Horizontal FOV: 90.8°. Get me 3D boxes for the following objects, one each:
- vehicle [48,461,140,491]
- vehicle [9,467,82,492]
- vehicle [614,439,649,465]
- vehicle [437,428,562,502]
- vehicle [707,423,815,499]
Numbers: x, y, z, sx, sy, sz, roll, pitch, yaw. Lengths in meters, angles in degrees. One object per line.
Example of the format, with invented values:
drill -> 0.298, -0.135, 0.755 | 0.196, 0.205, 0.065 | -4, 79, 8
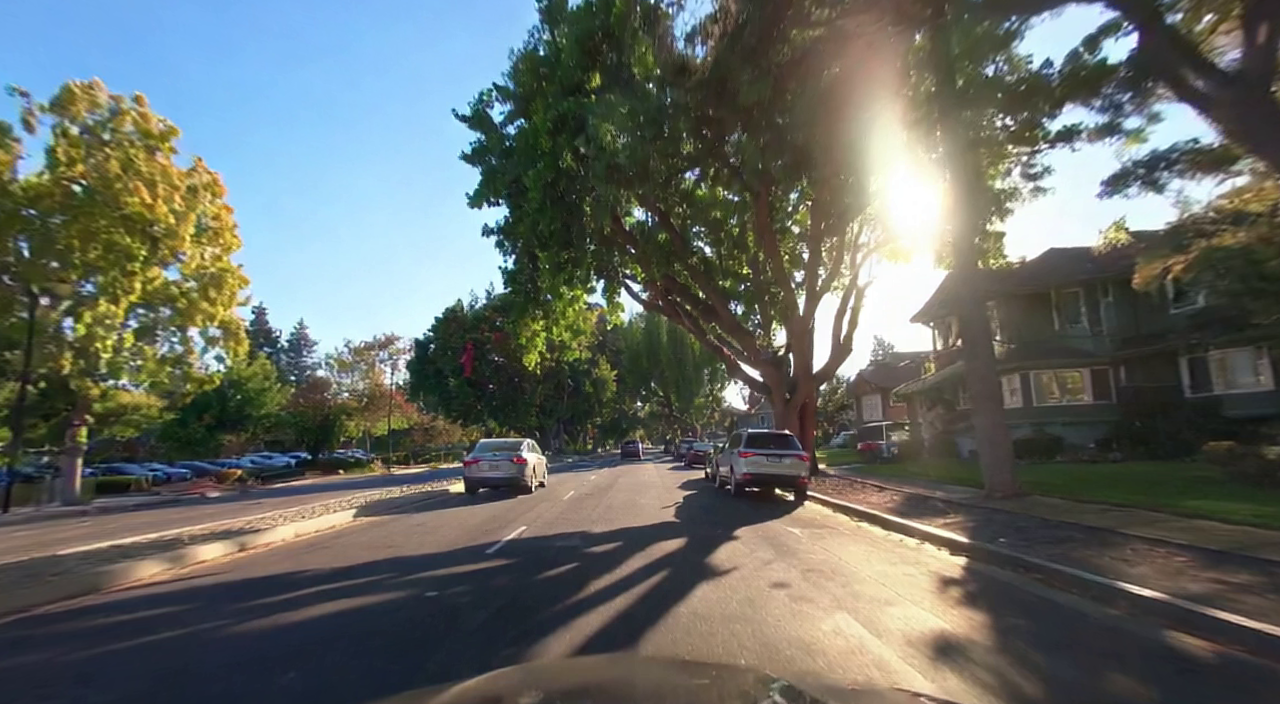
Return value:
vehicle -> -38.276, 8.641, 44.381 | 2.093, 1.866, 4.589 | -8, -12, 44
vehicle -> -42.090, 9.000, 44.757 | 3.582, 1.568, 1.999 | 8, -12, -43
vehicle -> -0.502, 6.489, 41.157 | 2.142, 1.548, 4.273 | 0, -8, 0
vehicle -> -3.511, 2.936, 16.827 | 2.129, 1.668, 4.722 | 0, -8, 1
vehicle -> 3.280, 3.102, 18.378 | 2.090, 1.839, 5.495 | 0, -8, 0
